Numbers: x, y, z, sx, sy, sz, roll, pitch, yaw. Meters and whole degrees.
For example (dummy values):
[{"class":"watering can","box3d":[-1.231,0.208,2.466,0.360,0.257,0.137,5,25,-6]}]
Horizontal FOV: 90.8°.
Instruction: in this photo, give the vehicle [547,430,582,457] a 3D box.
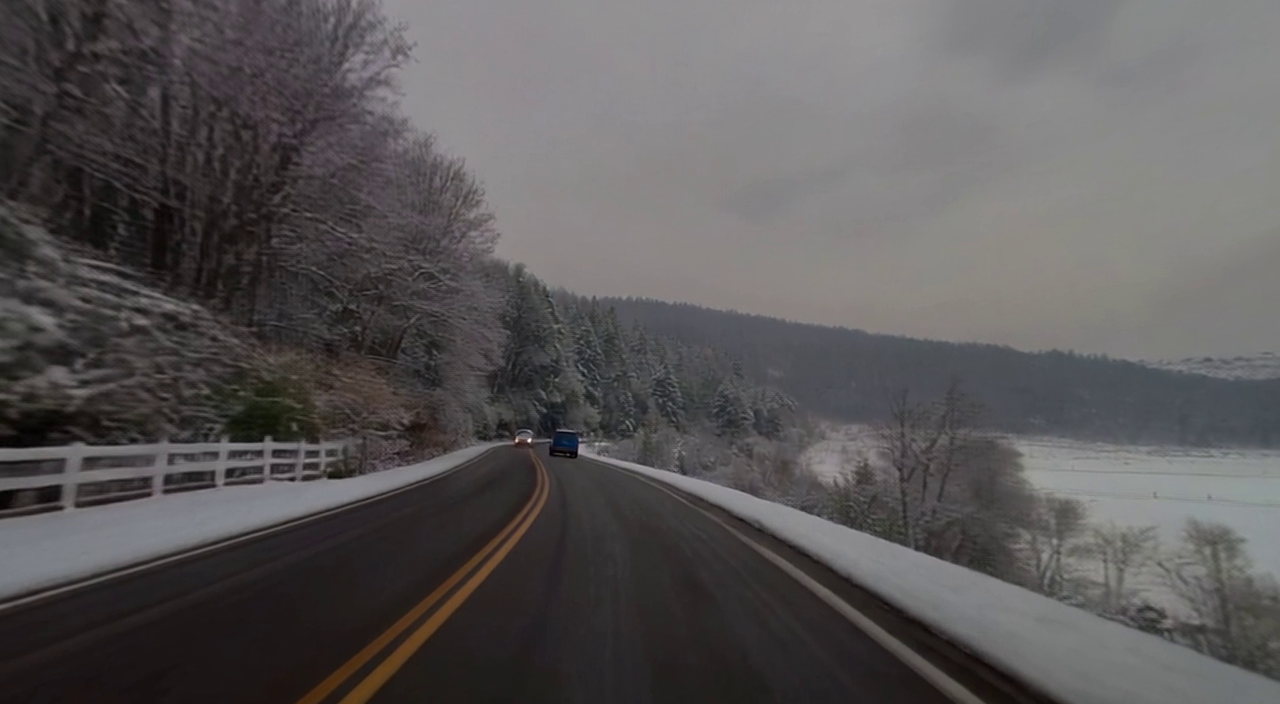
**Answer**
[{"class":"vehicle","box3d":[-5.864,7.050,48.500,2.439,1.912,5.605,1,-9,-9]}]
